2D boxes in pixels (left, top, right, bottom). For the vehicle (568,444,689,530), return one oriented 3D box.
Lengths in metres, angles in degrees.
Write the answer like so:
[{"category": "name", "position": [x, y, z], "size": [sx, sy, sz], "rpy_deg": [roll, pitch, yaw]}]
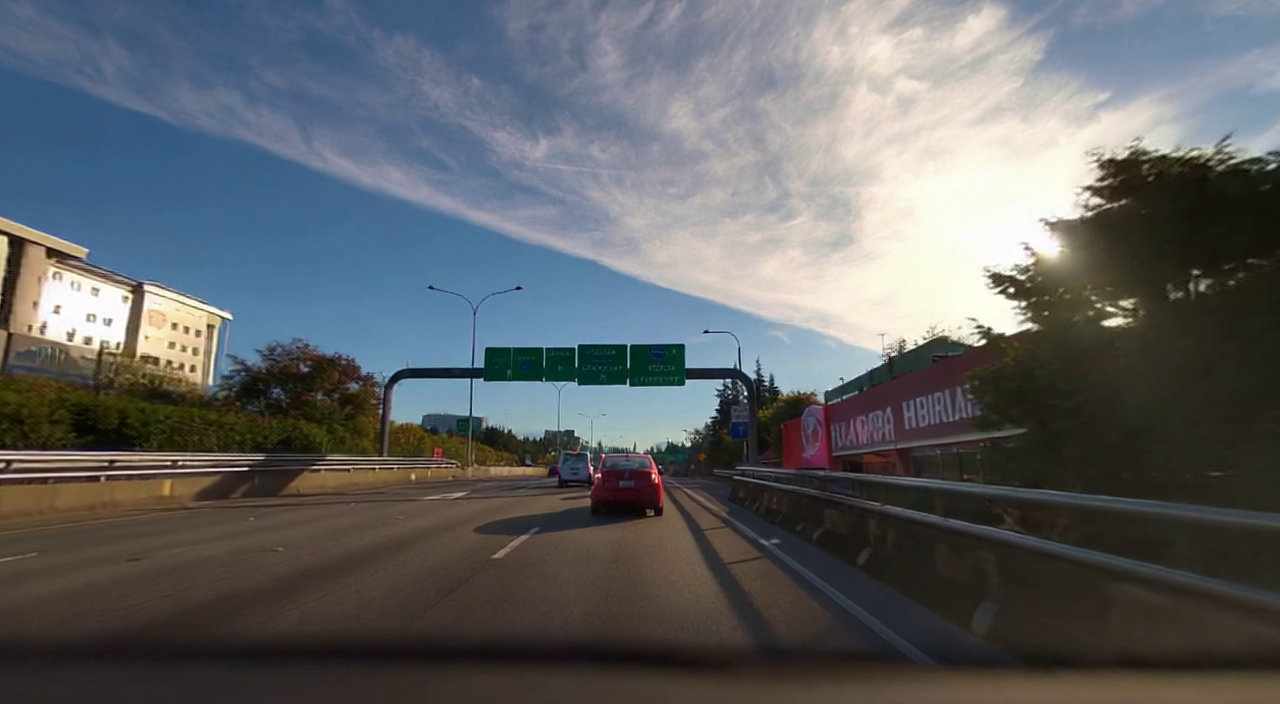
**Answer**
[{"category": "vehicle", "position": [-0.220, 2.624, 12.791], "size": [2.063, 1.442, 3.933], "rpy_deg": [0, -9, 0]}]
